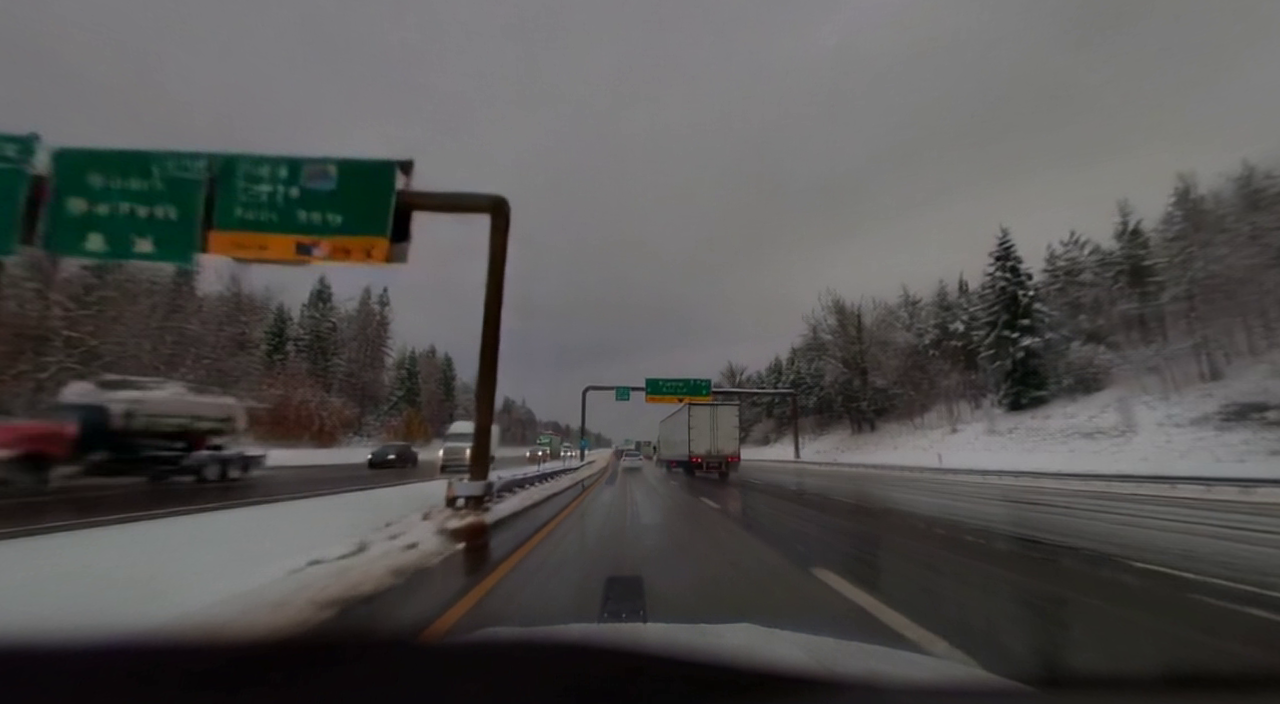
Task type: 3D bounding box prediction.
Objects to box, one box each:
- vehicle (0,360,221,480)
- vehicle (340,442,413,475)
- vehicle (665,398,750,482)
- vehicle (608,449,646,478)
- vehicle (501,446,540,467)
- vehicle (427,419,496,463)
[{"bbox_3d":[-11.846,1.625,14.001,2.161,2.281,4.072,0,-10,0],"label":"vehicle"},{"bbox_3d":[-12.286,4.998,29.704,1.845,1.441,3.969,0,-9,-2],"label":"vehicle"},{"bbox_3d":[3.497,5.263,36.801,2.931,4.009,12.800,0,-9,-3],"label":"vehicle"},{"bbox_3d":[-0.796,6.635,37.584,2.111,1.599,3.859,0,-9,-2],"label":"vehicle"},{"bbox_3d":[-8.931,7.854,47.582,2.013,1.451,4.635,-1,-9,0],"label":"vehicle"},{"bbox_3d":[-7.954,4.066,28.594,2.073,1.806,4.773,0,-9,-4],"label":"vehicle"}]
